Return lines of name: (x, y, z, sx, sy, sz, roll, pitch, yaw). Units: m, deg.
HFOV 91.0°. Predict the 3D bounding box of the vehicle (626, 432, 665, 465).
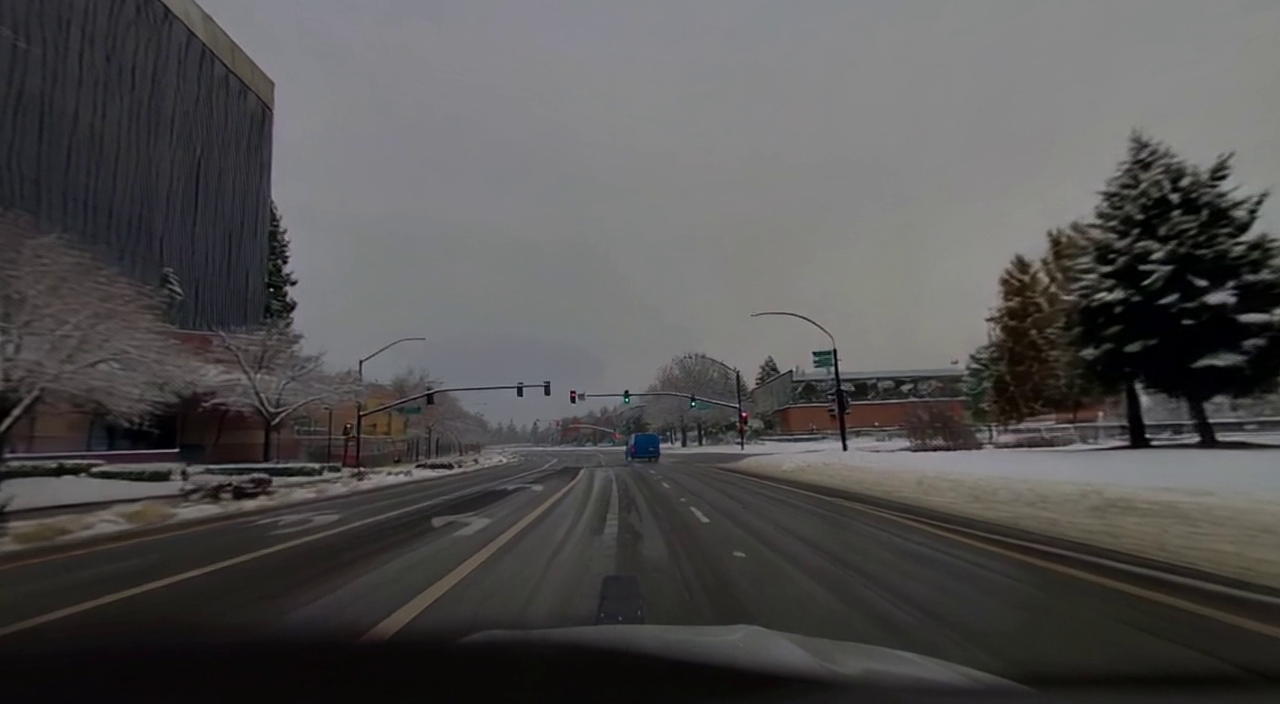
vehicle: (0.342, 7.002, 45.948, 2.339, 2.244, 4.817, 0, -8, -6)
